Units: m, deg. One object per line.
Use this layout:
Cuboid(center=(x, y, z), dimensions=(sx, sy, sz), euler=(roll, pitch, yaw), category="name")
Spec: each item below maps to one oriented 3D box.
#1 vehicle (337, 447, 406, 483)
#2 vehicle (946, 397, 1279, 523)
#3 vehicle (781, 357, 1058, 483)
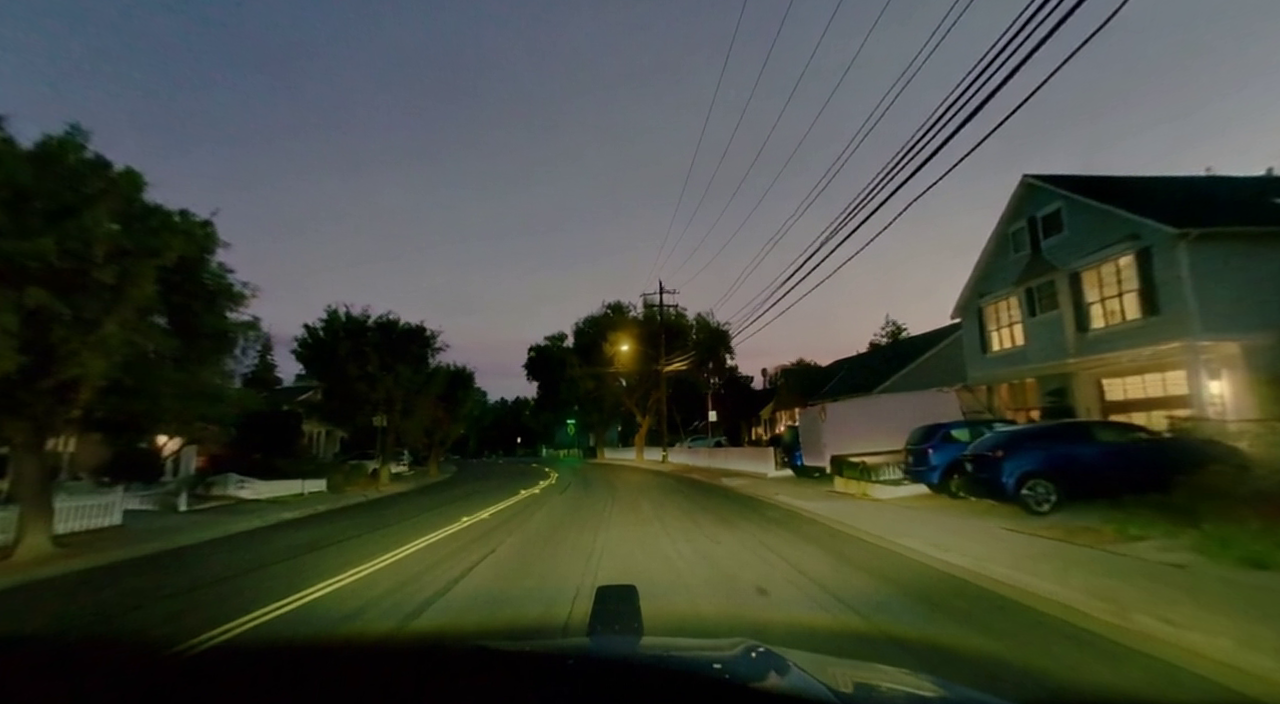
Cuboid(center=(-12.884, 5.421, 30.640), dimensions=(2.390, 1.431, 4.253), euler=(0, -7, -13), category="vehicle")
Cuboid(center=(7.566, 1.646, 9.921), dimensions=(4.412, 1.565, 1.957), euler=(-3, -8, 0), category="vehicle")
Cuboid(center=(8.290, 2.074, 19.241), dimensions=(7.115, 3.010, 2.378), euler=(-4, -8, -5), category="vehicle")
